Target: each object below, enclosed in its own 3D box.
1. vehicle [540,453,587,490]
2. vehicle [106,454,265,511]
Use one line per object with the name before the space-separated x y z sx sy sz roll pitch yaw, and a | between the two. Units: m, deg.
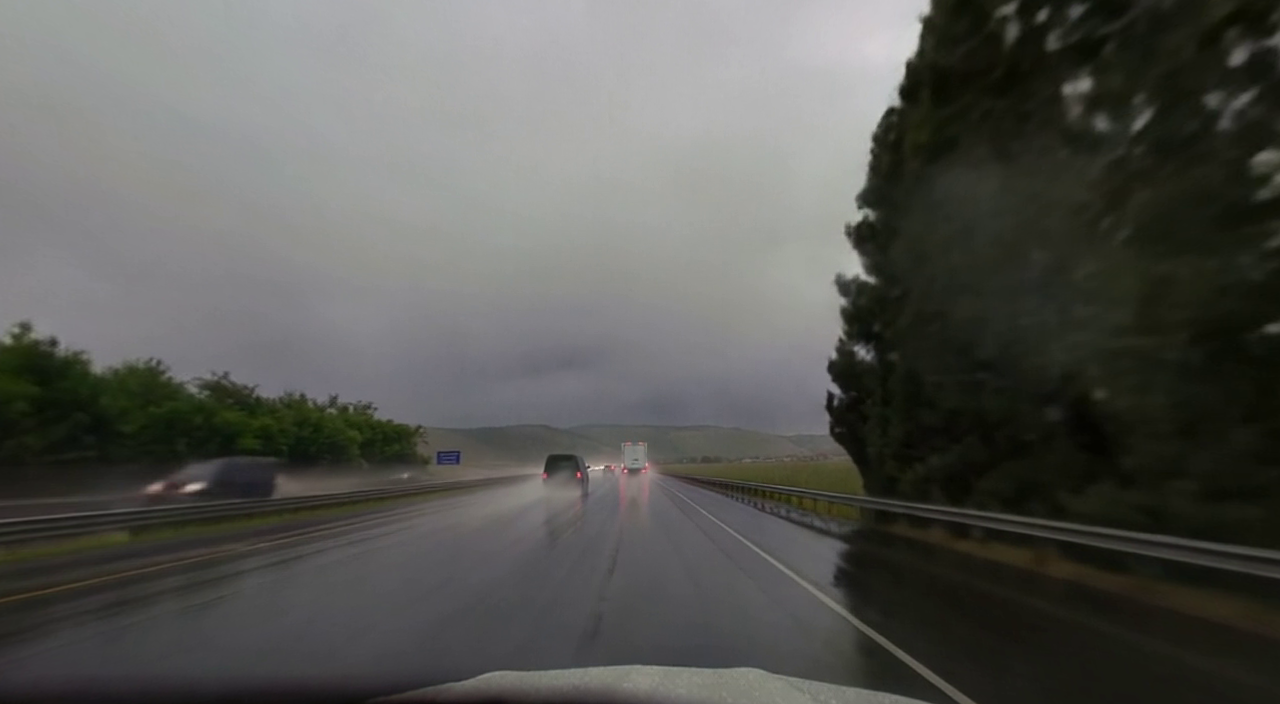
vehicle | -4.420 7.041 37.182 2.208 1.973 4.716 1 -10 0
vehicle | -17.074 4.944 24.122 2.138 1.883 5.217 1 -10 0
